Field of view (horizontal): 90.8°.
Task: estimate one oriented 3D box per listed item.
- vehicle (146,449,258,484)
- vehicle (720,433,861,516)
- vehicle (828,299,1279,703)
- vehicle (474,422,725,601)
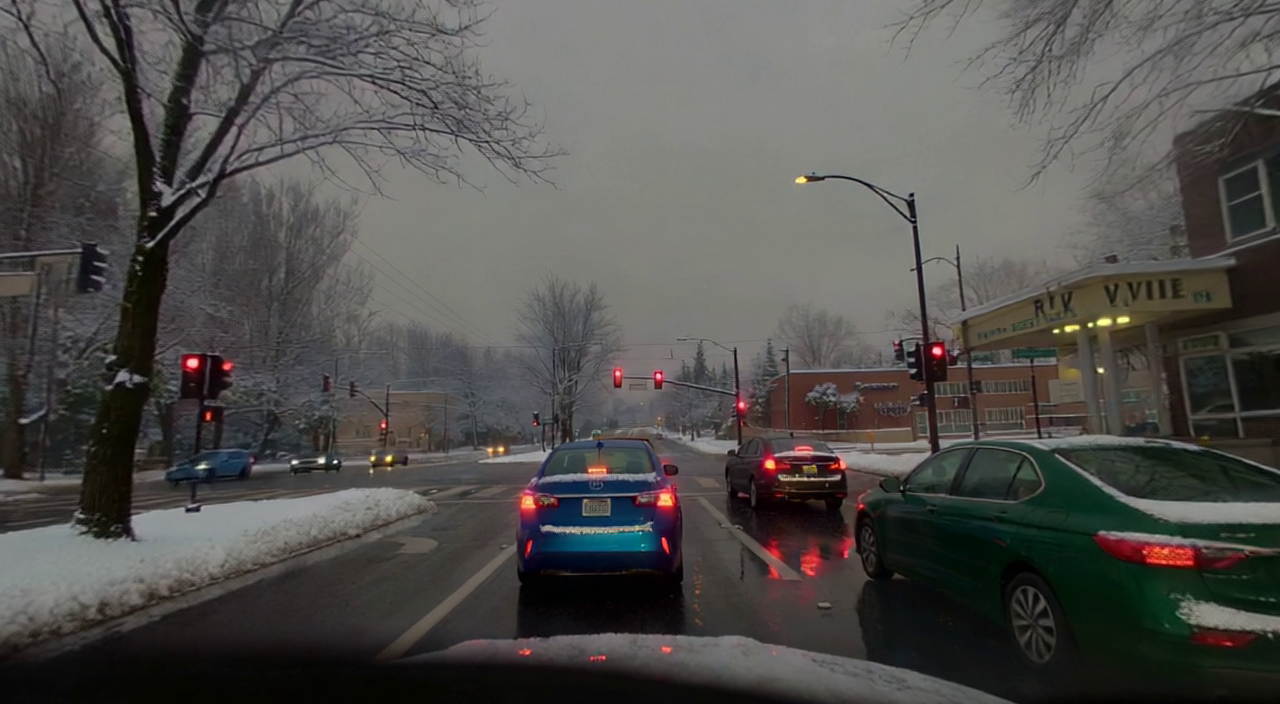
[{"bbox_3d":[-21.563,5.633,31.383,2.091,1.534,4.846,0,-8,0],"label":"vehicle"},{"bbox_3d":[3.159,2.676,14.379,2.026,1.549,4.559,0,-8,-1],"label":"vehicle"},{"bbox_3d":[3.589,1.107,5.063,2.572,1.945,5.065,0,-8,0],"label":"vehicle"},{"bbox_3d":[-0.365,1.656,7.416,2.143,1.520,3.848,0,-8,-1],"label":"vehicle"}]
